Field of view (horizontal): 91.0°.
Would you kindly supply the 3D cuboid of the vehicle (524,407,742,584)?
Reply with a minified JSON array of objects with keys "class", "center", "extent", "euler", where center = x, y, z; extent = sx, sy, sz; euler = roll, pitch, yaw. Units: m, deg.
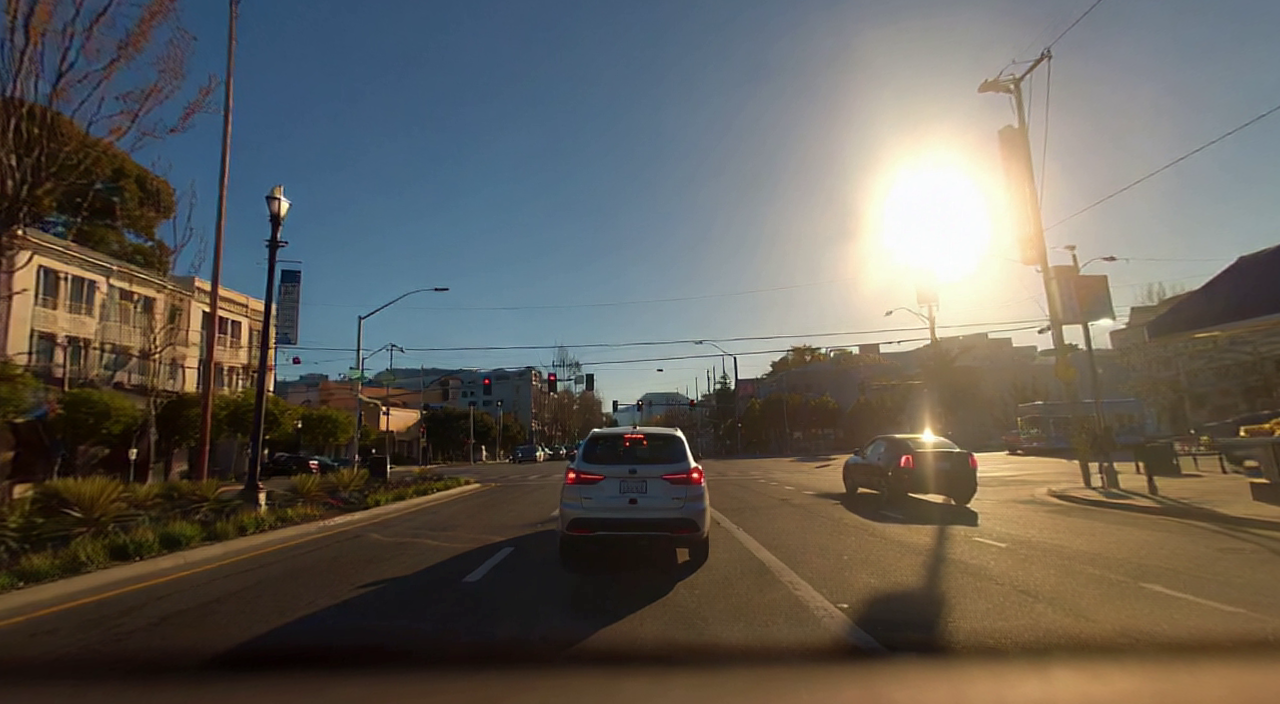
[{"class":"vehicle","center":[-0.052,1.689,8.131],"extent":[2.115,1.700,3.901],"euler":[0,-8,1]}]

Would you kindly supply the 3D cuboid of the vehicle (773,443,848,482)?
[{"class":"vehicle","center":[6.874,4.467,25.814],"extent":[1.833,1.452,4.237],"euler":[0,-9,0]}]

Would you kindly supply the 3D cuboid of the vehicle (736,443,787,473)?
[{"class":"vehicle","center":[6.364,5.575,33.413],"extent":[1.961,1.477,4.454],"euler":[0,-8,2]}]

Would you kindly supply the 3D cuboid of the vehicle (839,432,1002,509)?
[{"class":"vehicle","center":[6.796,2.904,15.928],"extent":[2.072,1.652,4.611],"euler":[0,-8,1]}]
